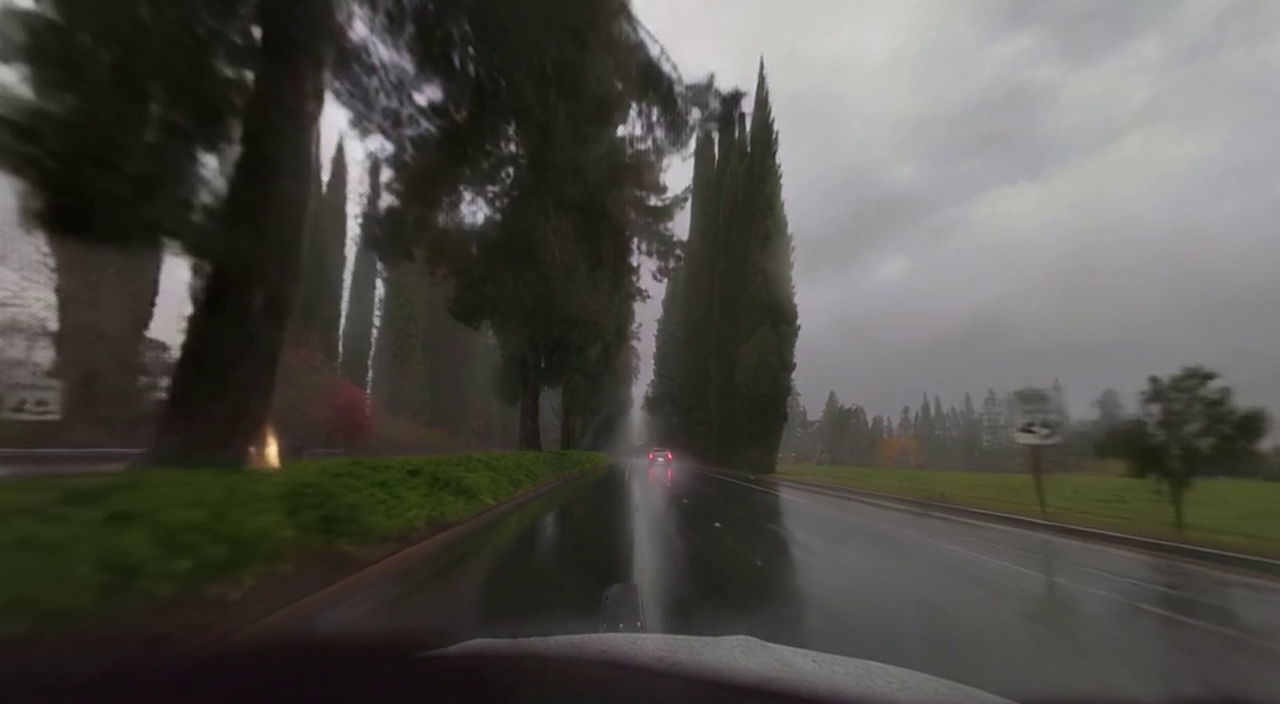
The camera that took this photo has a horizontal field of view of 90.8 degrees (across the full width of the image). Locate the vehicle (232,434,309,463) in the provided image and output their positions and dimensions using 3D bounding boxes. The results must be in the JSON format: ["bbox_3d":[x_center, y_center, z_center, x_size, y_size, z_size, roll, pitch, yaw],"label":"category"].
[{"bbox_3d":[-22.499,5.913,38.666,1.963,1.677,4.526,0,-9,0],"label":"vehicle"}]
